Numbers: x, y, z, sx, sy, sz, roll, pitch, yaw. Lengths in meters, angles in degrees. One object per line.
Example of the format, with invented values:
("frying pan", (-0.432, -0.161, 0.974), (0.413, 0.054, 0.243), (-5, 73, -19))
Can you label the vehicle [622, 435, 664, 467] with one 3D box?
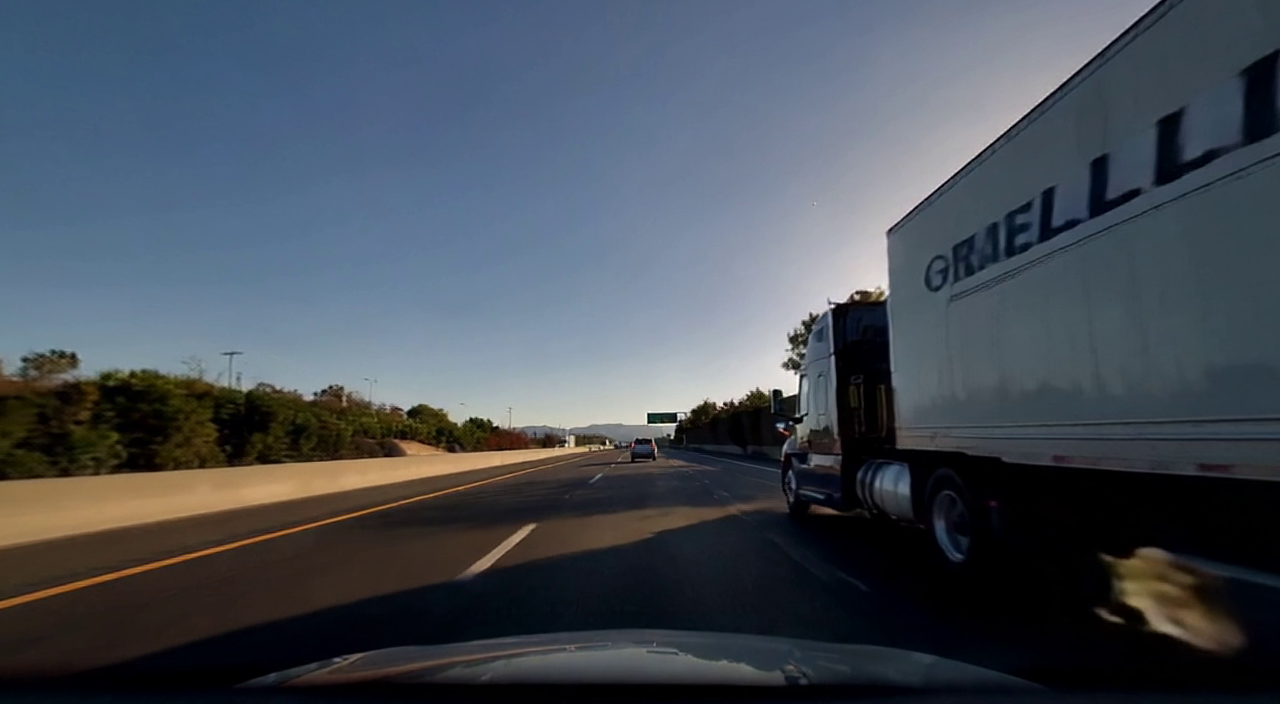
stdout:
("vehicle", (0.163, 5.345, 34.207), (2.111, 1.635, 4.177), (0, -8, 0))
